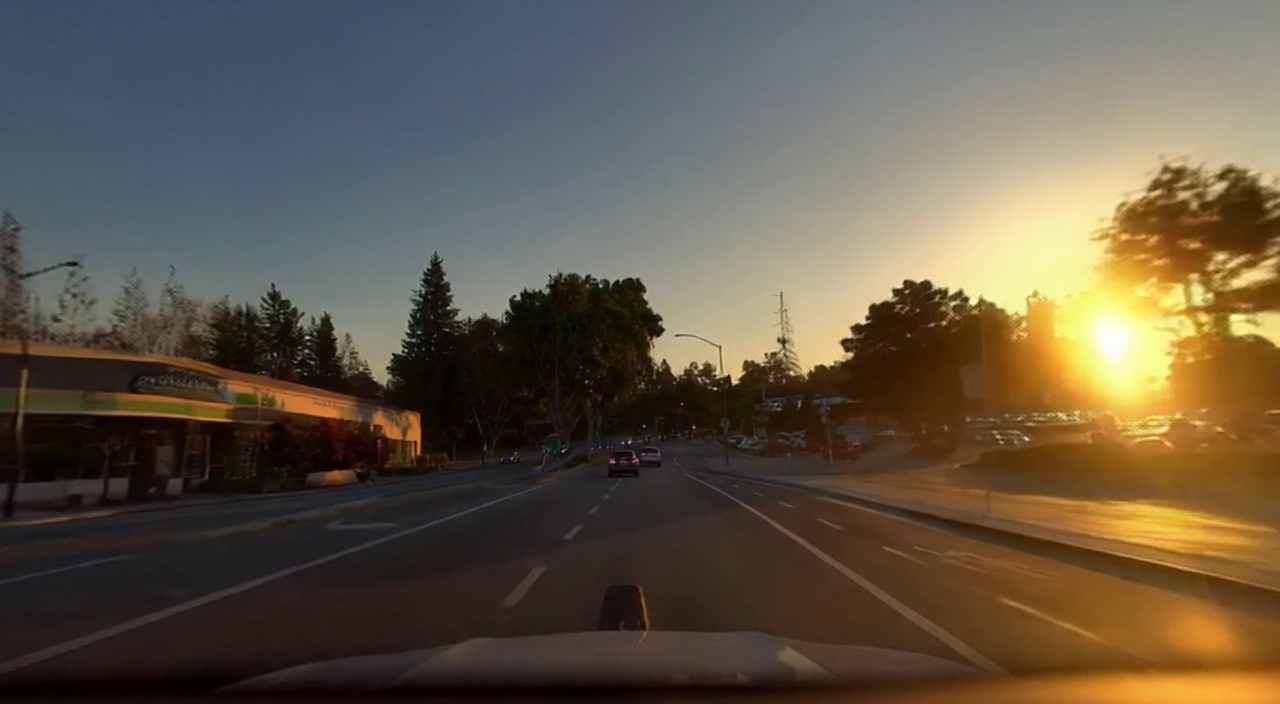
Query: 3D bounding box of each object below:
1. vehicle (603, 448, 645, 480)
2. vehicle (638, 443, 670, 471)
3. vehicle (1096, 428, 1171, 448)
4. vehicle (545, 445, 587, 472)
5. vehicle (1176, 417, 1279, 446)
[{"bbox_3d":[-0.754,5.407,30.809,1.917,1.418,3.987,0,-8,-1],"label":"vehicle"},{"bbox_3d":[0.911,7.146,43.384,2.046,1.768,4.370,-1,-8,0],"label":"vehicle"},{"bbox_3d":[38.353,6.732,49.219,1.810,1.442,4.420,1,-9,-11],"label":"vehicle"},{"bbox_3d":[-5.523,8.004,47.946,2.298,1.905,5.777,-1,-8,1],"label":"vehicle"},{"bbox_3d":[42.116,5.648,45.225,2.123,1.852,5.401,0,-6,-12],"label":"vehicle"}]
